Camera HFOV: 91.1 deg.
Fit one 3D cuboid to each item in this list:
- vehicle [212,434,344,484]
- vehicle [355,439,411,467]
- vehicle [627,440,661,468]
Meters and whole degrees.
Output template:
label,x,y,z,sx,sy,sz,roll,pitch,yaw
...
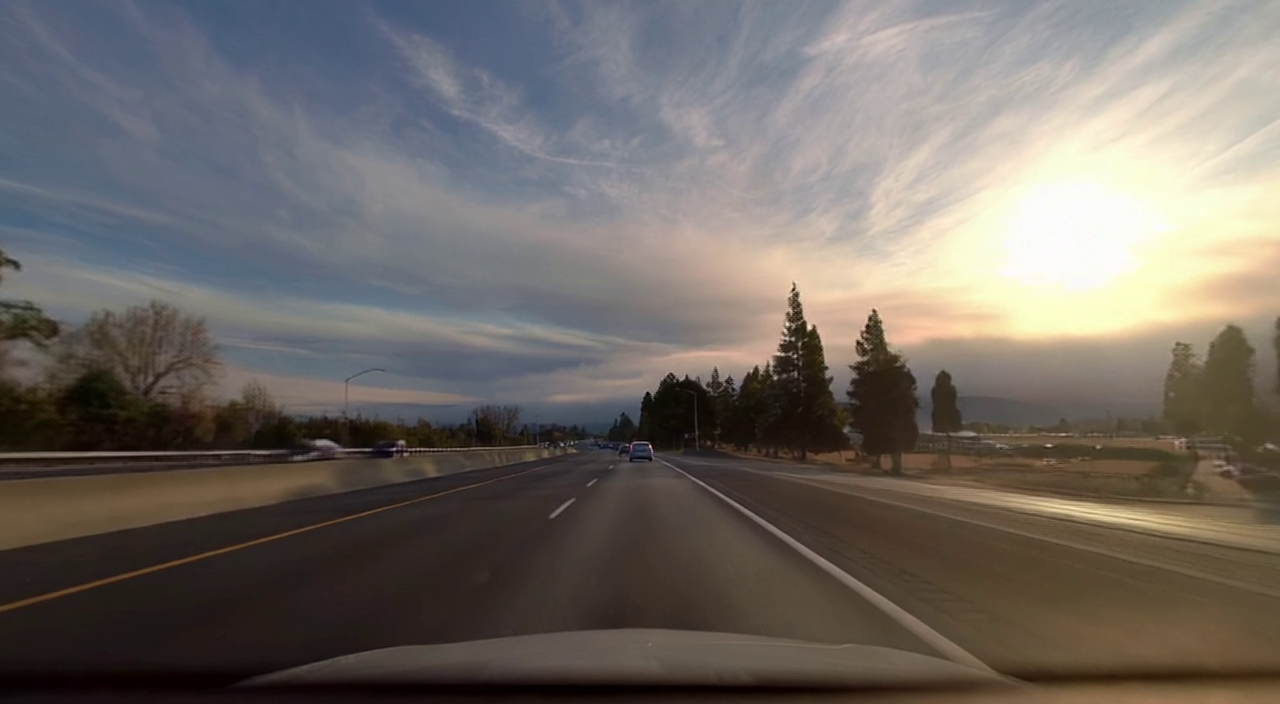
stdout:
label,x,y,z,sx,sy,sz,roll,pitch,yaw
vehicle,-13.535,4.007,23.891,2.175,1.683,4.737,0,-8,0
vehicle,-18.336,7.202,45.104,2.038,1.858,4.819,0,-8,-1
vehicle,0.221,6.594,40.696,2.029,1.666,4.064,0,-8,-2
